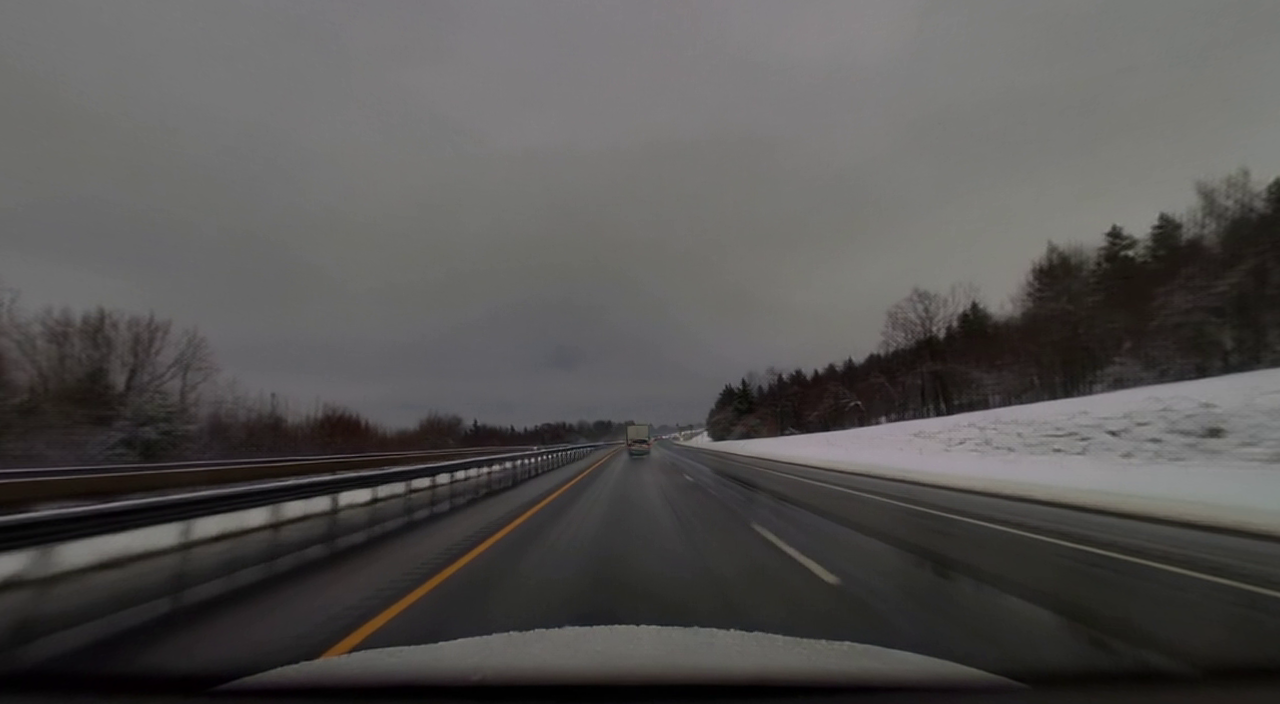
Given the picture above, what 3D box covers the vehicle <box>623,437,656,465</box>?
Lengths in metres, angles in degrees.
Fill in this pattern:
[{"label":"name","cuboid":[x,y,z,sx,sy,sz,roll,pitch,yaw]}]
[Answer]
[{"label":"vehicle","cuboid":[-0.060,6.554,41.779,2.059,1.696,4.165,0,-8,0]}]
